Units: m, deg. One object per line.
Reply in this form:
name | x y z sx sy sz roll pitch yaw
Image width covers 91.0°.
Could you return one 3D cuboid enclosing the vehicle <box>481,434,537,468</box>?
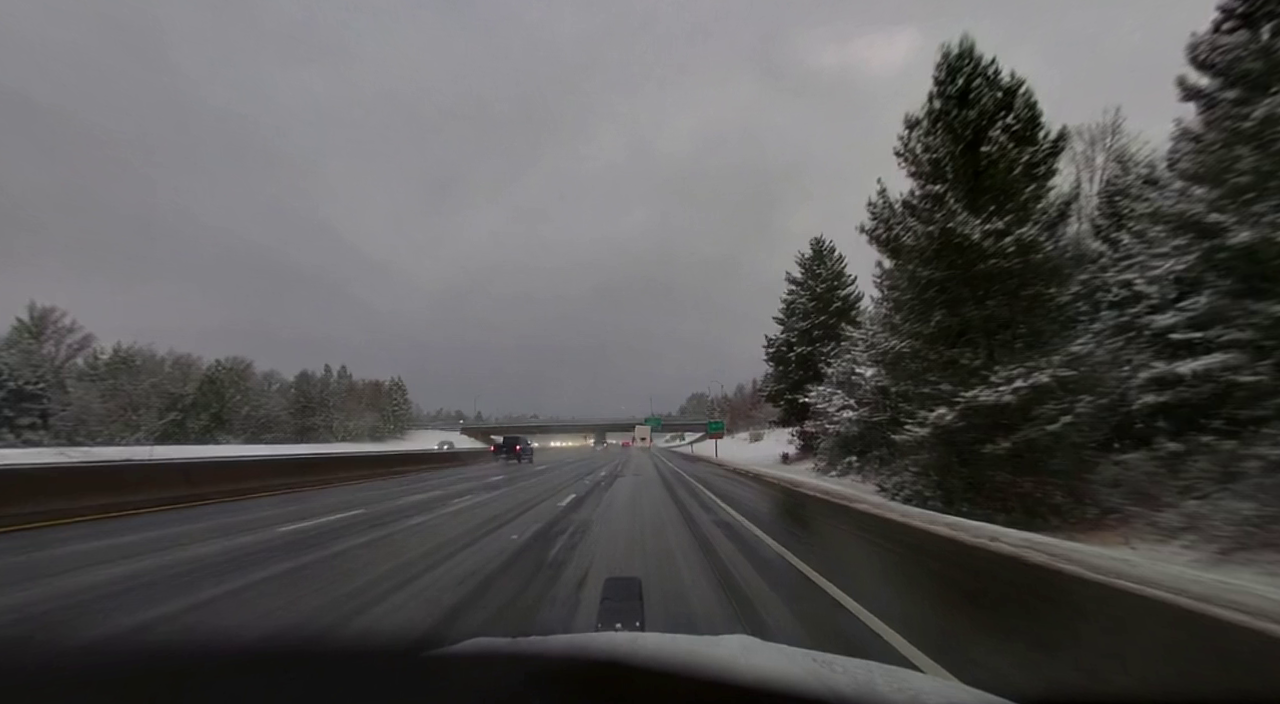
vehicle | -7.121 5.414 34.712 2.070 1.738 4.733 0 -8 0
